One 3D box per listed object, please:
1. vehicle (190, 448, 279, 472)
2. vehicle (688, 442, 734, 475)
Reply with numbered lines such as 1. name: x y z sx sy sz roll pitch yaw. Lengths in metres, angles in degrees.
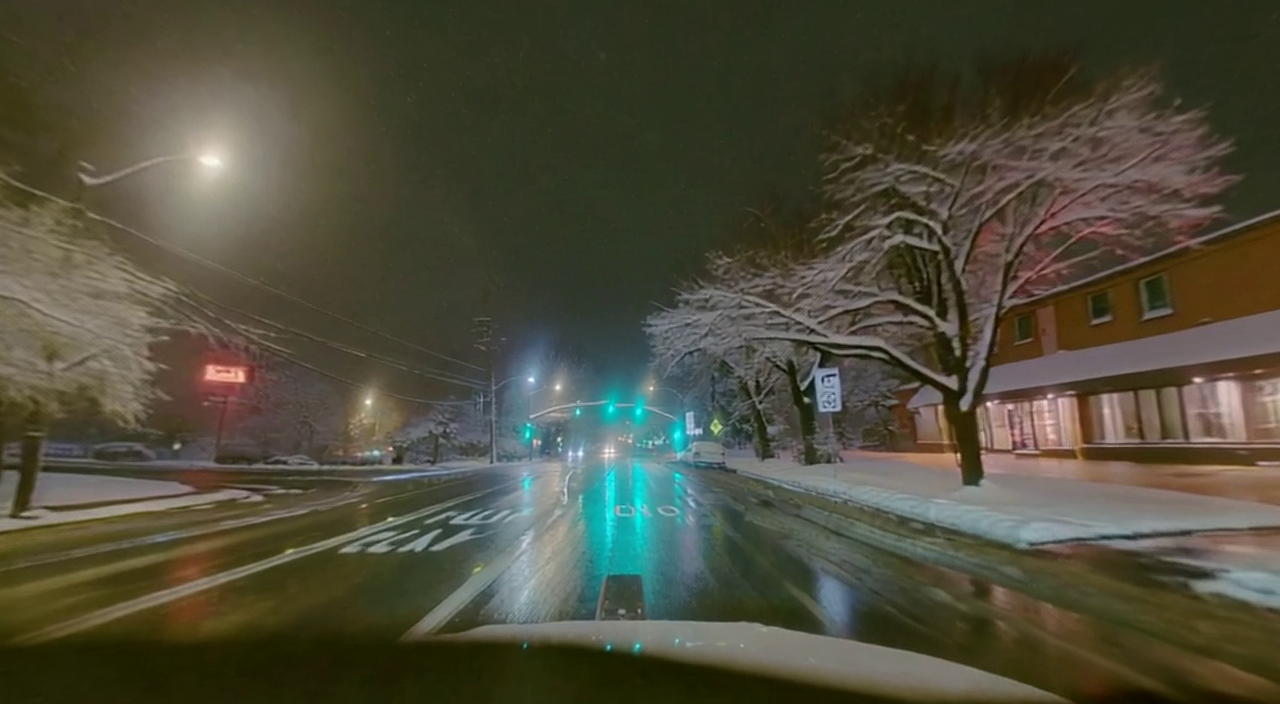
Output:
1. vehicle: -26.107 6.966 40.821 4.402 1.449 1.880 3 -8 -18
2. vehicle: 3.955 5.999 35.878 1.957 1.753 4.413 0 -8 -2
